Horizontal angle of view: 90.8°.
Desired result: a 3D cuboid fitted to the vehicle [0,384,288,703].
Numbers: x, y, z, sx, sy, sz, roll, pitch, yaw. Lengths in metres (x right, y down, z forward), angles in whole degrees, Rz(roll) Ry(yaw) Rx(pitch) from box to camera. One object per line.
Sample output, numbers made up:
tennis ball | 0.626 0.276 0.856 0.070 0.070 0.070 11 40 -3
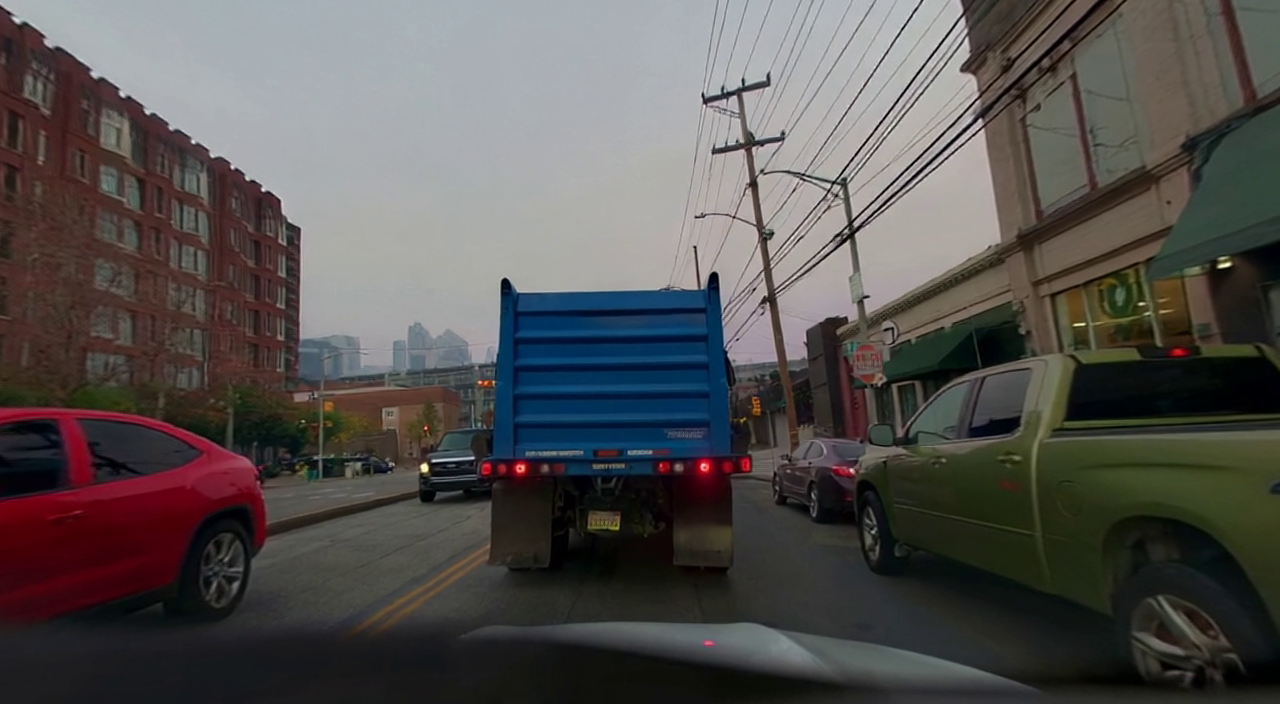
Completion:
vehicle | -4.117 1.019 3.248 1.988 1.657 4.492 0 -8 0

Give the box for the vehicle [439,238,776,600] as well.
vehicle | -0.248 1.140 9.703 2.878 3.204 8.244 0 -8 0

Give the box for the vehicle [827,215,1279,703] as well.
vehicle | 3.235 0.886 4.285 2.242 1.979 5.722 0 -8 1
